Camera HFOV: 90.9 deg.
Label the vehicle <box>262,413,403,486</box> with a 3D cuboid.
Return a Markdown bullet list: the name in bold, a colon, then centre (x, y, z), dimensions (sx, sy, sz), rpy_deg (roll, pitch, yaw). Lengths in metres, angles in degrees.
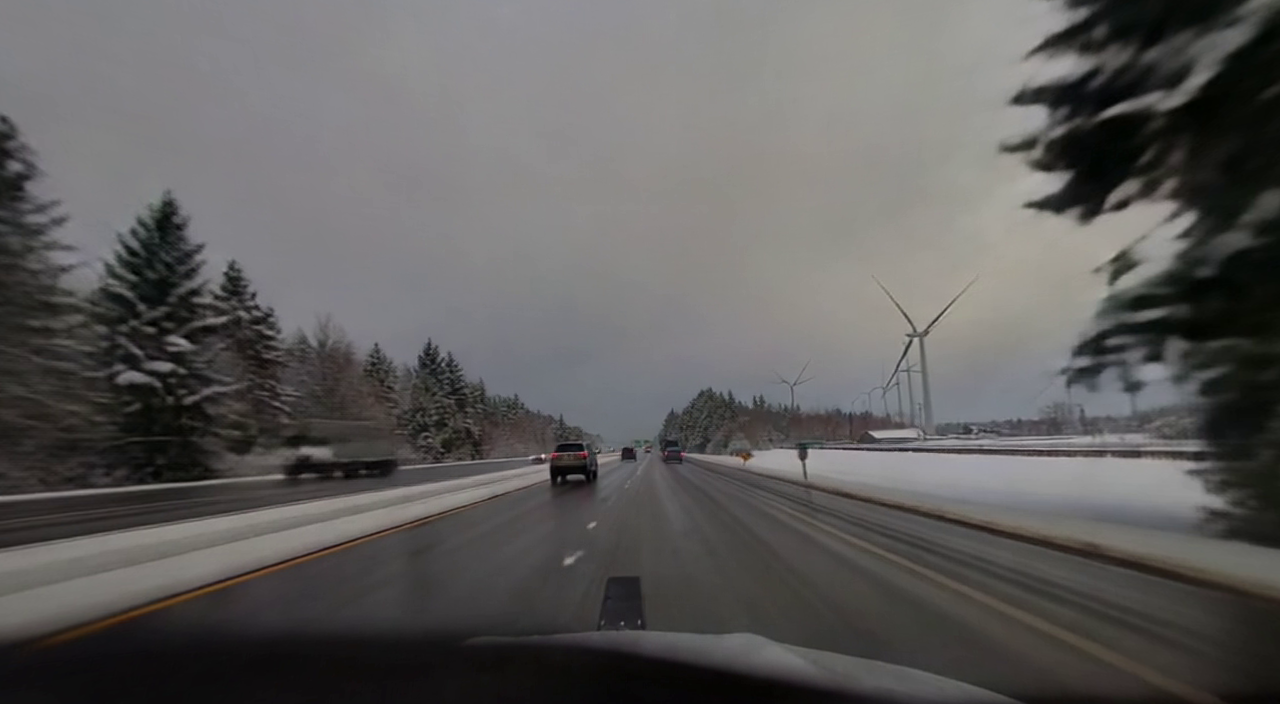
- **vehicle**: centre (-14.849, 4.874, 31.348), dimensions (2.706, 3.119, 8.054), rpy_deg (-1, -9, 2)

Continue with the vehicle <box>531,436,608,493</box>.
- **vehicle**: centre (-2.278, 3.786, 21.420), dimensions (2.038, 1.723, 4.150), rpy_deg (-1, -9, 1)
